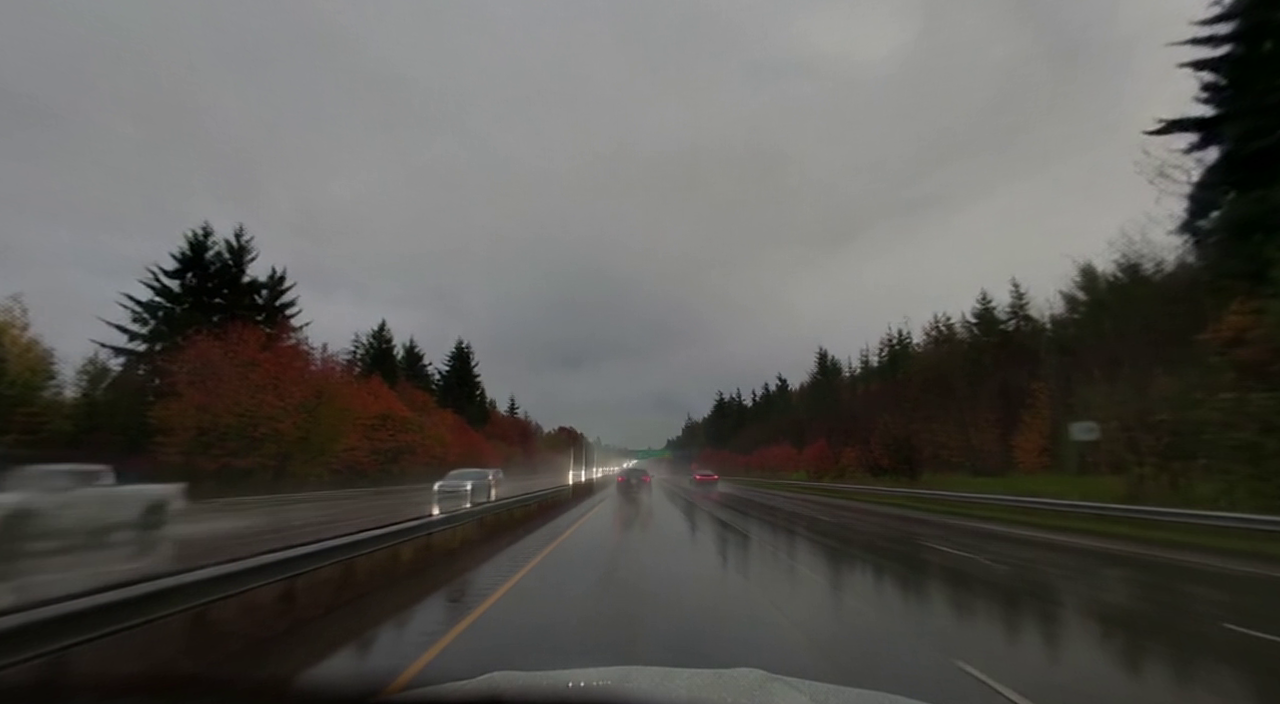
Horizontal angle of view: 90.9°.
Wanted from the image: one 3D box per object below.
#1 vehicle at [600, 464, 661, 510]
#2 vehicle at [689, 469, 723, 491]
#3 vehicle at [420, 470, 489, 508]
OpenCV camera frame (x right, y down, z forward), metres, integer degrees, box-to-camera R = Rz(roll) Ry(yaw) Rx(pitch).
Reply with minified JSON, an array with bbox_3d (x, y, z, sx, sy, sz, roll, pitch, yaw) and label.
[{"bbox_3d":[-0.335,4.884,23.043,2.060,1.473,3.726,1,-10,-1],"label":"vehicle"},{"bbox_3d":[4.703,9.210,45.605,1.974,1.476,4.119,1,-10,0],"label":"vehicle"},{"bbox_3d":[-7.908,5.848,27.205,1.780,1.447,3.670,1,-10,1],"label":"vehicle"}]
